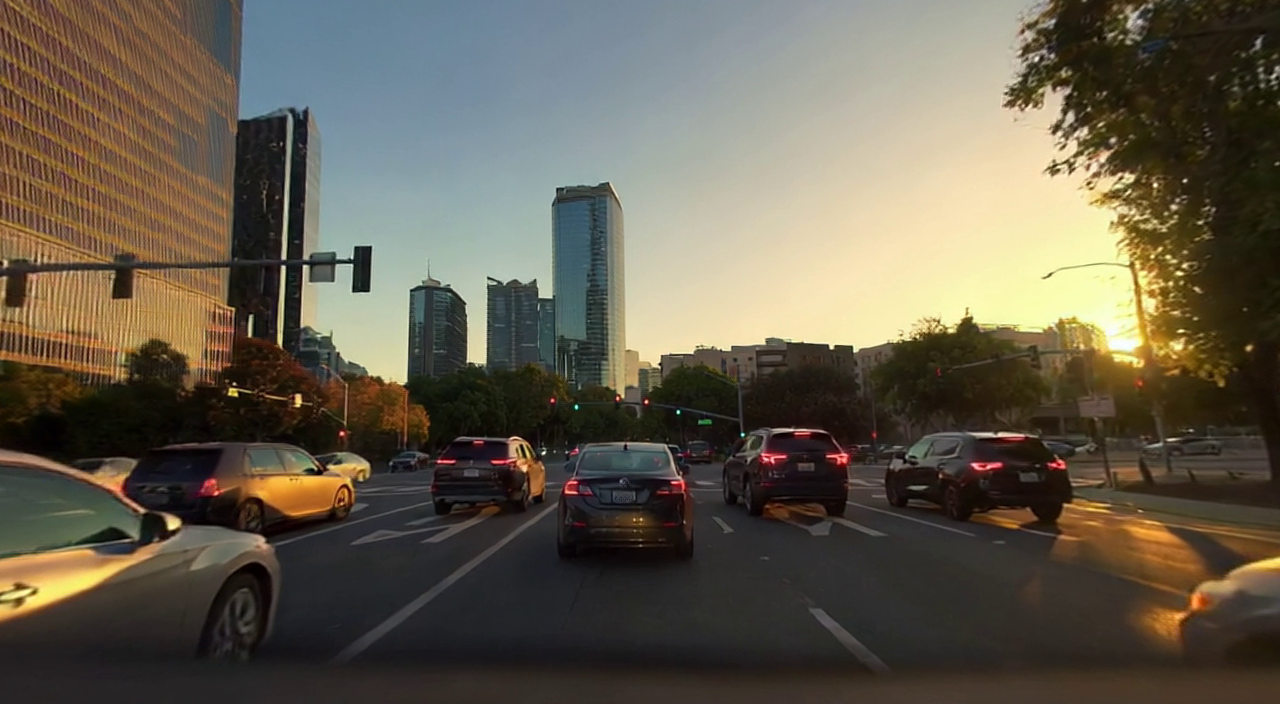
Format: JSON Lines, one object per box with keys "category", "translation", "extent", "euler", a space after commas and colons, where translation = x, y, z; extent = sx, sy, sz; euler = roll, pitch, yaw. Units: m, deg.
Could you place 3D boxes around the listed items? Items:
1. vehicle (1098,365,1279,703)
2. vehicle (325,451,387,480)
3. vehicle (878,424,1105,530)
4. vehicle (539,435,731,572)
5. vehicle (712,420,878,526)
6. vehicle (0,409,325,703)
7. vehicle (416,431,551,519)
{"category": "vehicle", "translation": [3.062, 0.571, 0.273], "extent": [1.996, 1.566, 4.917], "euler": [0, -8, -1]}
{"category": "vehicle", "translation": [-18.264, 7.284, 40.853], "extent": [1.933, 1.677, 4.508], "euler": [0, -8, 0]}
{"category": "vehicle", "translation": [6.494, 2.335, 12.367], "extent": [1.945, 1.706, 4.190], "euler": [0, -8, -1]}
{"category": "vehicle", "translation": [-0.106, 1.952, 8.948], "extent": [2.098, 1.461, 3.958], "euler": [0, -8, -2]}
{"category": "vehicle", "translation": [2.895, 2.381, 13.002], "extent": [2.138, 1.778, 4.422], "euler": [0, -8, -2]}
{"category": "vehicle", "translation": [-3.201, 0.926, 2.074], "extent": [2.045, 1.463, 4.490], "euler": [0, -8, -1]}
{"category": "vehicle", "translation": [-3.380, 2.743, 14.608], "extent": [2.033, 1.714, 4.278], "euler": [0, -8, 0]}
